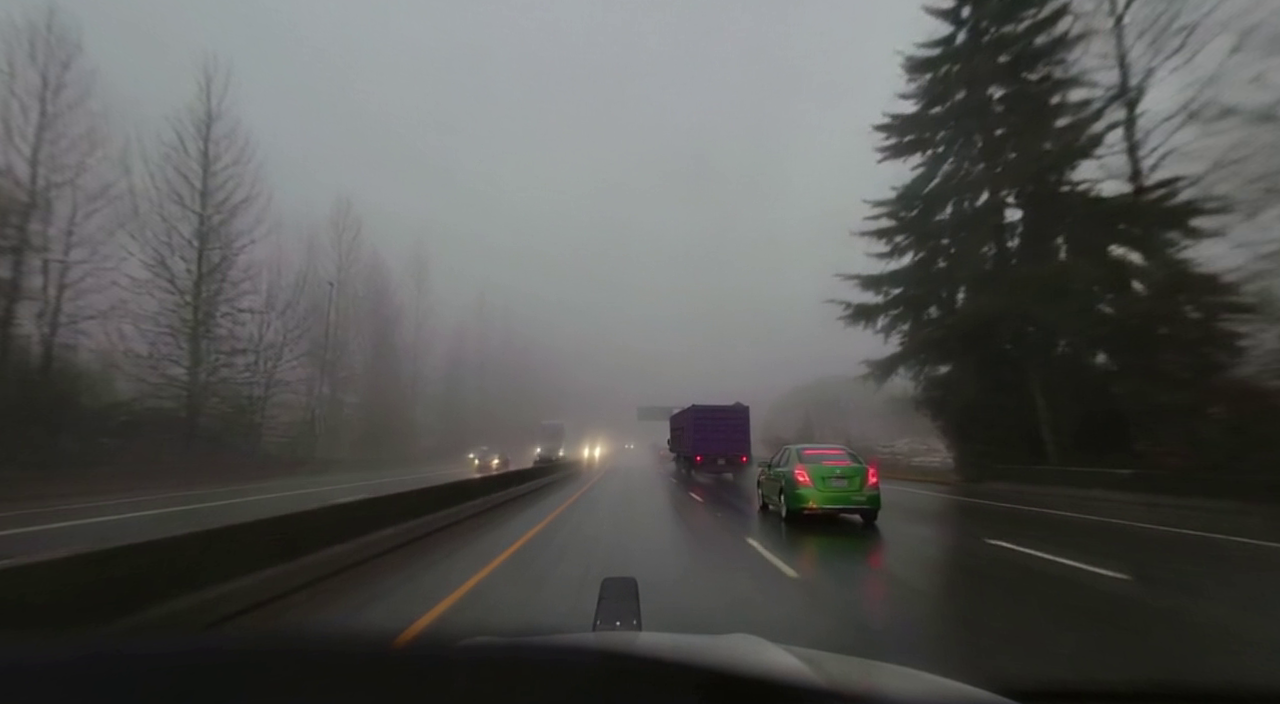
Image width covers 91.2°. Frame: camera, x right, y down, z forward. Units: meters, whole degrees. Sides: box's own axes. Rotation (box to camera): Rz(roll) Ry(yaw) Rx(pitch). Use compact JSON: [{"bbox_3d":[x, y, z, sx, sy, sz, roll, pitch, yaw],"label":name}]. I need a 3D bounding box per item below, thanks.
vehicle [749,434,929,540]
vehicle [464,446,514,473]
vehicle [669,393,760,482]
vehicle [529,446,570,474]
[{"bbox_3d":[3.342,2.334,11.421,1.971,1.558,3.834,0,-9,0],"label":"vehicle"},{"bbox_3d":[-9.200,6.594,38.541,1.903,1.521,4.161,-1,-9,2],"label":"vehicle"},{"bbox_3d":[3.308,4.516,32.383,2.916,3.563,14.462,0,-9,0],"label":"vehicle"},{"bbox_3d":[-5.310,6.392,37.218,1.817,1.539,3.879,-1,-9,1],"label":"vehicle"}]
